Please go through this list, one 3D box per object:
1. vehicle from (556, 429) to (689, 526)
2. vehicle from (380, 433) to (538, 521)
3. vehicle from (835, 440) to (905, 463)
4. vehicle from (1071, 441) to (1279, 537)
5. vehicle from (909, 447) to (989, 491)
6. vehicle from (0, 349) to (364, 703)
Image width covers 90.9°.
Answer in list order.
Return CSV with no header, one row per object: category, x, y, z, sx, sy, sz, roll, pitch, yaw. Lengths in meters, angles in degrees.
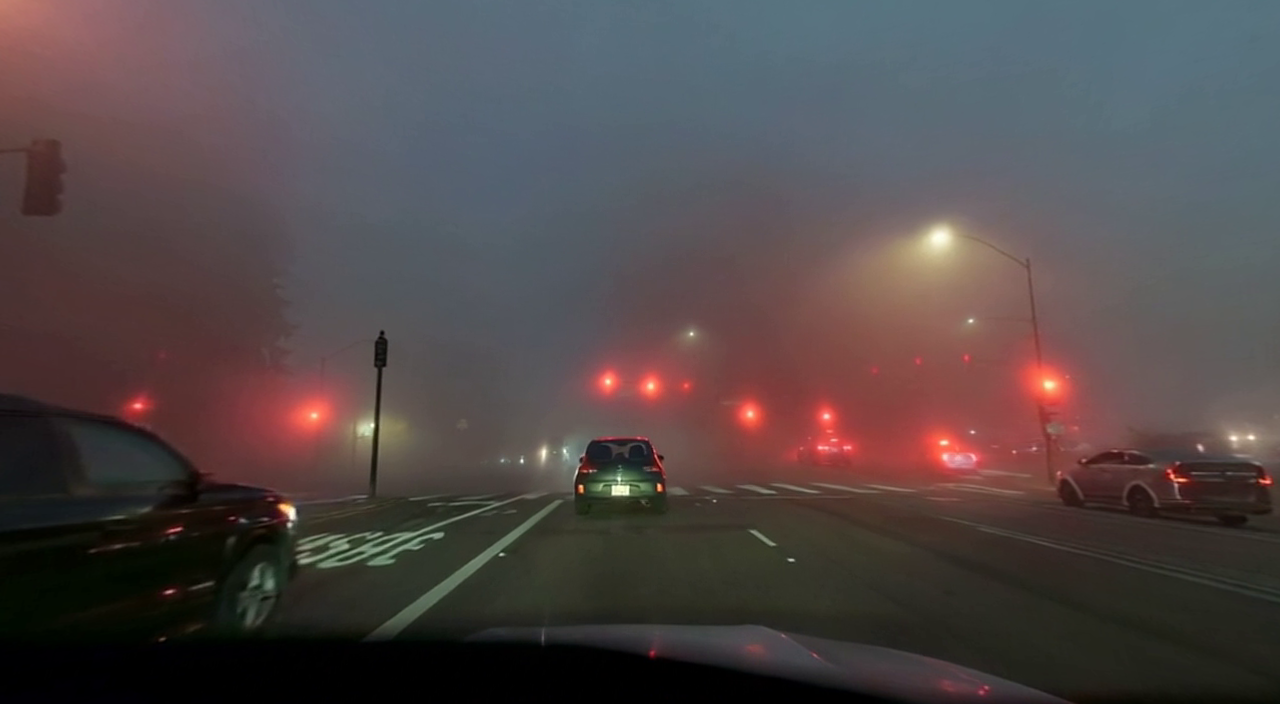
vehicle,-0.307,2.252,11.844,2.059,1.477,3.988,0,-8,-1
vehicle,-3.461,2.460,12.995,1.939,1.474,4.327,0,-8,0
vehicle,17.240,7.431,47.221,5.064,1.670,1.966,4,-10,-29
vehicle,10.724,2.463,12.071,1.936,1.474,4.331,0,-8,1
vehicle,12.488,4.707,25.739,1.935,1.435,4.141,3,-8,12
vehicle,-3.451,0.955,3.147,2.057,1.678,4.639,0,-8,0
